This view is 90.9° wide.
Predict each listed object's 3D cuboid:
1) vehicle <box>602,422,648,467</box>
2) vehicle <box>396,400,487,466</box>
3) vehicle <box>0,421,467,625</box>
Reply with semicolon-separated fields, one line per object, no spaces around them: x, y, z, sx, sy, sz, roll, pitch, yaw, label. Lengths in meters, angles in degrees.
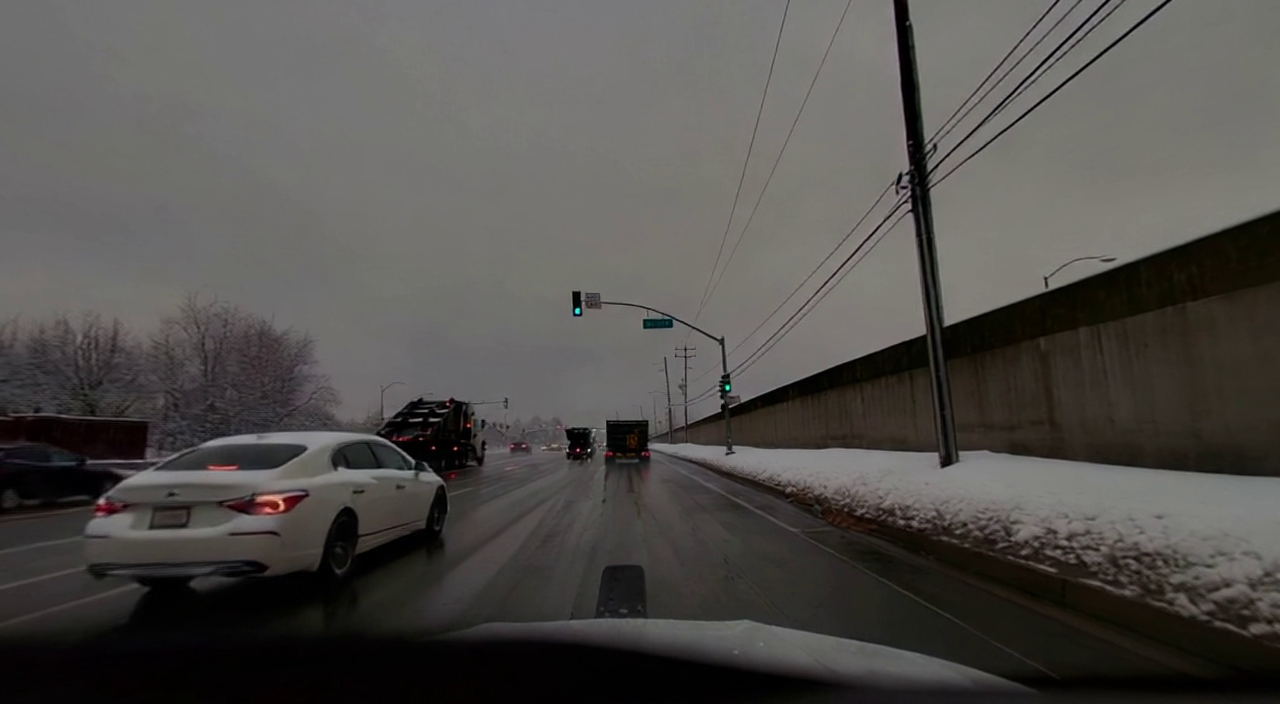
-0.823;5.150;35.045;2.355;2.305;5.336;0;-8;-1;vehicle
-12.835;5.447;41.768;3.016;3.847;8.707;0;-8;1;vehicle
-3.711;1.625;7.163;2.019;1.480;4.966;0;-8;1;vehicle
